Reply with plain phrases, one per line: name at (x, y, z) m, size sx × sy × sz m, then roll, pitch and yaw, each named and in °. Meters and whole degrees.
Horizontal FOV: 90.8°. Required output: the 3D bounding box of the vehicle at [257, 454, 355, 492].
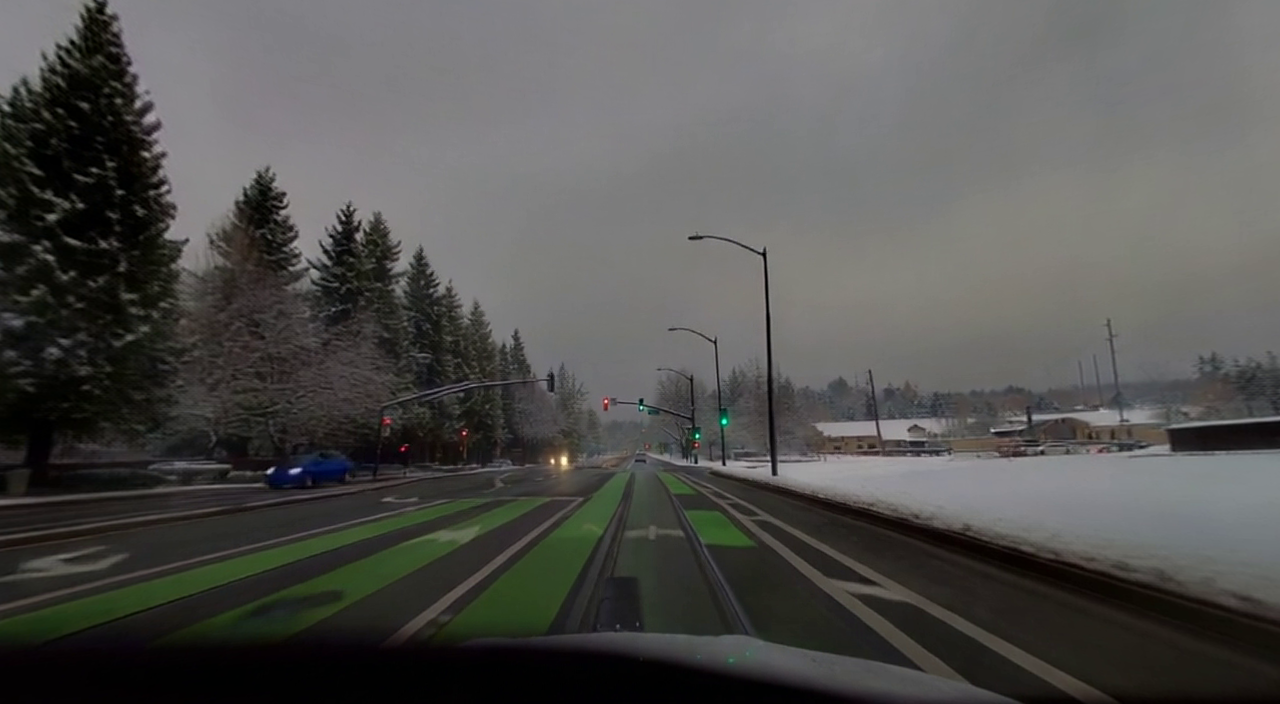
vehicle at (-15.368, 5.552, 29.386) m, size 1.910 × 1.544 × 4.387 m, roll 0°, pitch -9°, yaw 4°
